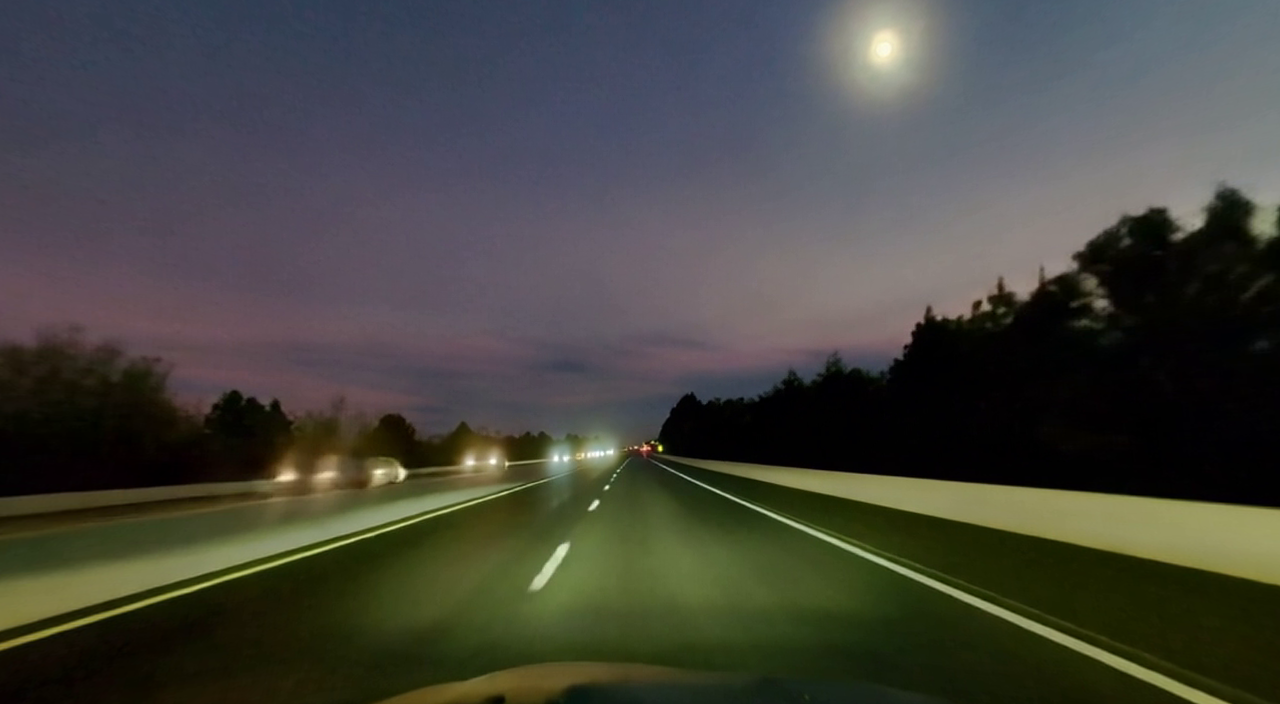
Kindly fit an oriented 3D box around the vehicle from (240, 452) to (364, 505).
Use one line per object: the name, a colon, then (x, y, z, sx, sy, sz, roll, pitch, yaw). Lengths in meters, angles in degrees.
vehicle: (-11.776, 4.398, 22.376, 1.995, 1.643, 4.453, 0, -9, -1)
